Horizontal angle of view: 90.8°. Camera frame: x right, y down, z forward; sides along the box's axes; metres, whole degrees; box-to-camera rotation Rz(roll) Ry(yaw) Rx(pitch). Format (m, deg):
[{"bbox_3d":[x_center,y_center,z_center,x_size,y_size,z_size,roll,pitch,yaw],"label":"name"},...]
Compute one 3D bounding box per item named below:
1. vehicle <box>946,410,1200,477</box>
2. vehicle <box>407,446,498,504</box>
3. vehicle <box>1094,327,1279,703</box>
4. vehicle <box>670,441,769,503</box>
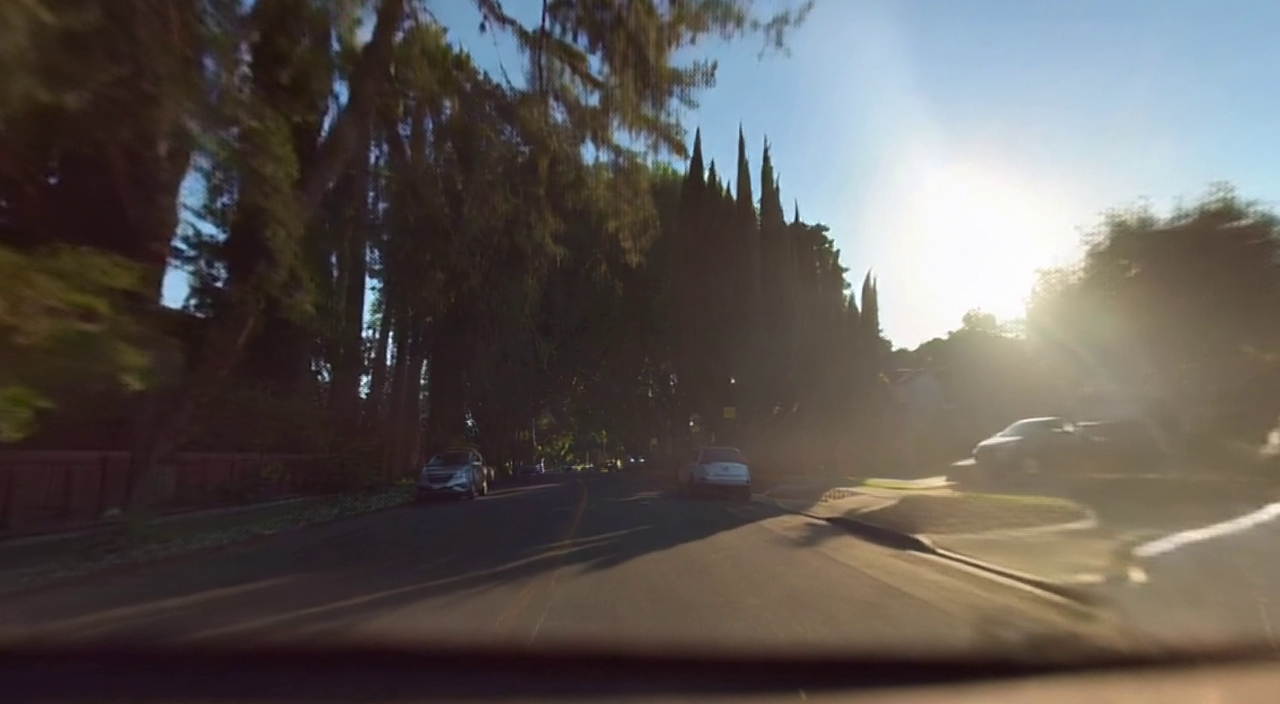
[{"bbox_3d":[10.984,2.403,16.454,4.973,1.579,1.934,-2,-9,11],"label":"vehicle"},{"bbox_3d":[-6.333,4.132,21.843,2.051,1.575,4.581,-2,-7,-4],"label":"vehicle"},{"bbox_3d":[3.367,0.556,0.767,1.990,1.753,4.783,0,-8,-1],"label":"vehicle"},{"bbox_3d":[2.431,3.813,20.538,2.163,1.742,4.239,0,-9,-7],"label":"vehicle"}]
